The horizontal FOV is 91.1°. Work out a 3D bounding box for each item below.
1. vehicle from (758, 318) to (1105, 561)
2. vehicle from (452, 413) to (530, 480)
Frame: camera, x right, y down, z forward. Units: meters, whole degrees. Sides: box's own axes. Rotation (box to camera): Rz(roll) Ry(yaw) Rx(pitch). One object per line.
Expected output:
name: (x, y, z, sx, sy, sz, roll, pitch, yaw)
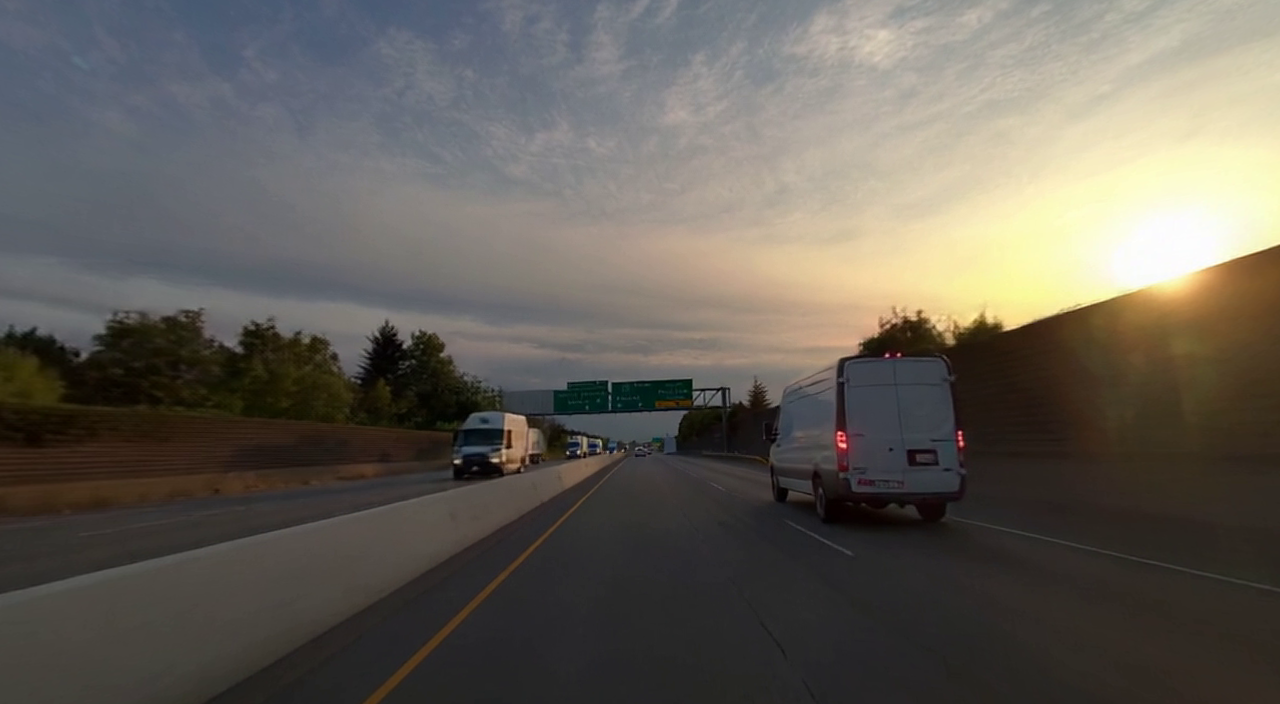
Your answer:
vehicle: (3.994, 1.497, 10.704, 2.449, 2.805, 6.763, 0, -9, -2)
vehicle: (-8.593, 5.605, 37.277, 2.965, 3.546, 7.119, -1, -9, -1)
